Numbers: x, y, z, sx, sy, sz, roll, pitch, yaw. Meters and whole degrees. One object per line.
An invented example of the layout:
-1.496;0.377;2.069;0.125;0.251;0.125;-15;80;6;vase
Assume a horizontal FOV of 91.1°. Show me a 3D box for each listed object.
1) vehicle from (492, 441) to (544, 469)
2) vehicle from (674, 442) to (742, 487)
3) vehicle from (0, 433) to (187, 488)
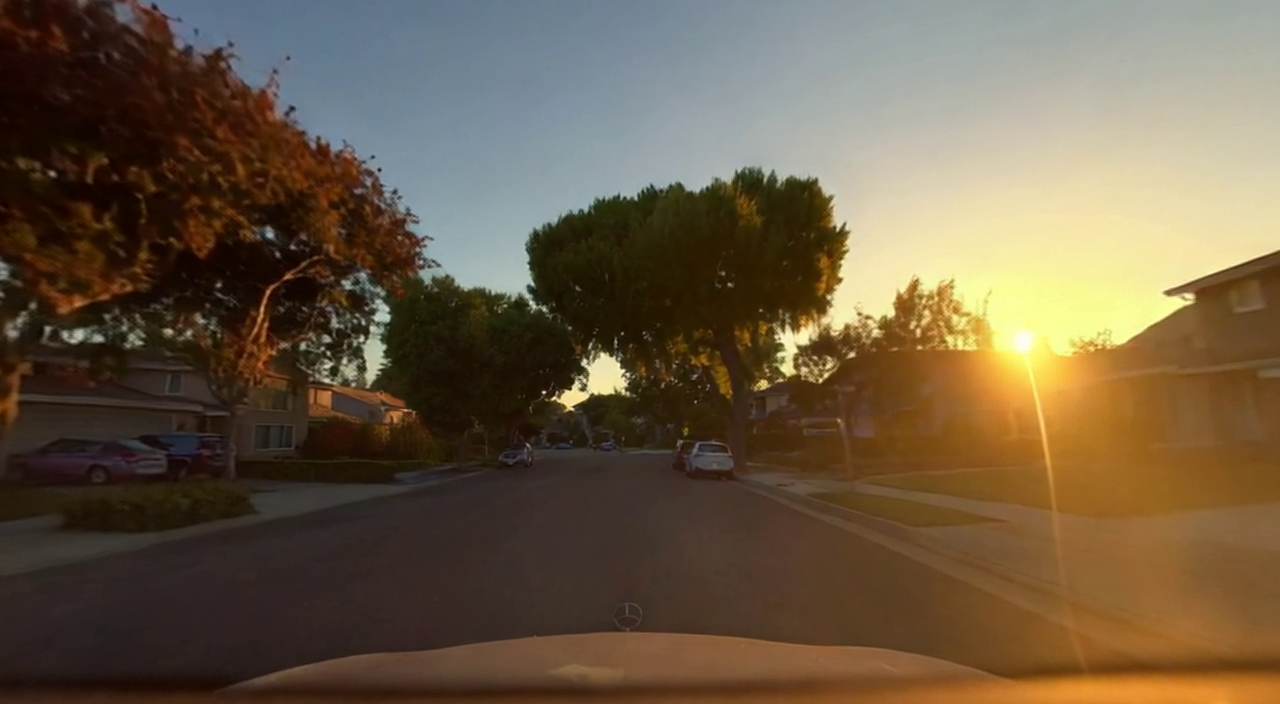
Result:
-7.245;6.204;37.637;1.943;1.433;4.717;-5;-10;2;vehicle
2.360;4.013;22.933;2.088;1.429;4.796;0;-8;2;vehicle
-16.266;3.173;18.551;4.344;1.483;1.928;-1;-8;6;vehicle
